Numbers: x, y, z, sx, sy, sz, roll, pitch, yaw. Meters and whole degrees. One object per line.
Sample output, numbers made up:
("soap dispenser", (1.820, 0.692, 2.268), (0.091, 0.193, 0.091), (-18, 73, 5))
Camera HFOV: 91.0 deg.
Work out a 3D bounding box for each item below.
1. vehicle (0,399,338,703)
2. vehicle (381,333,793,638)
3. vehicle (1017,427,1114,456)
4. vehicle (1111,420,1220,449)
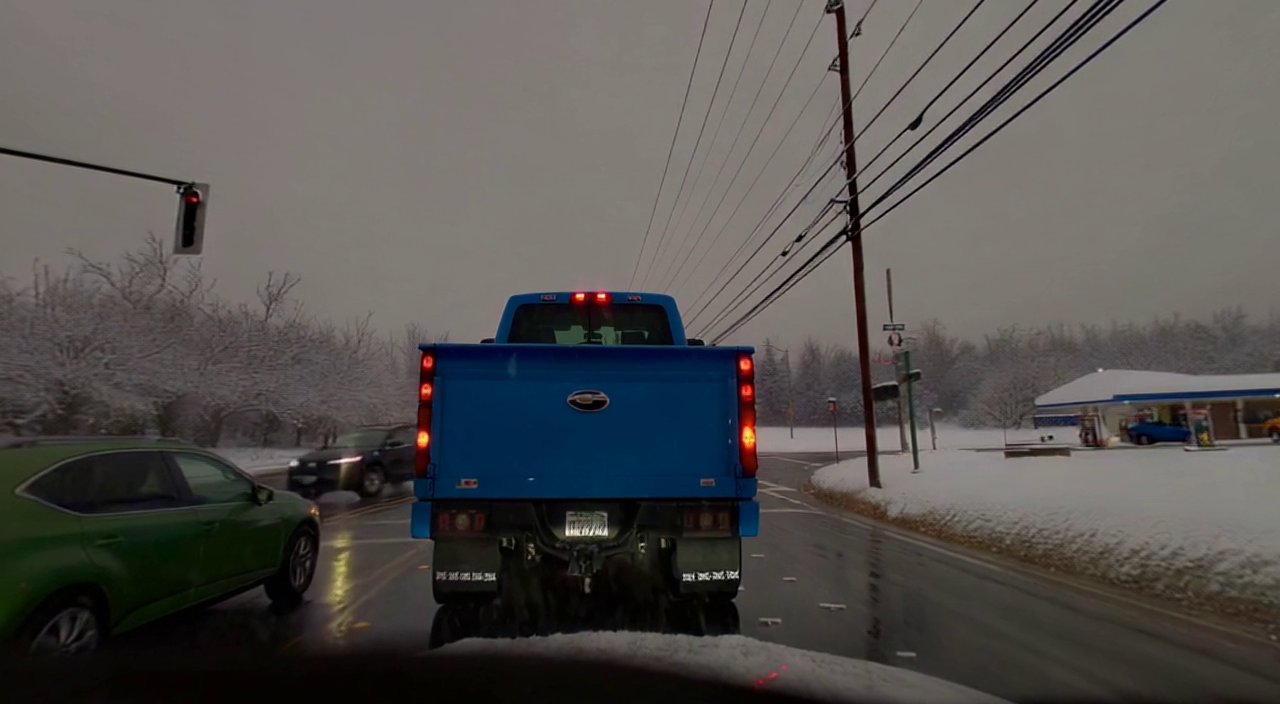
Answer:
("vehicle", (-3.958, 1.188, 3.981), (2.017, 1.555, 4.150), (-1, -9, 0))
("vehicle", (-0.420, 1.323, 7.209), (2.859, 2.144, 5.406), (0, -9, -1))
("vehicle", (25.574, 5.397, 37.924), (4.419, 1.496, 1.854), (-2, -9, 1))
("vehicle", (34.272, 5.433, 41.276), (2.012, 1.757, 5.021), (3, -9, -20))
